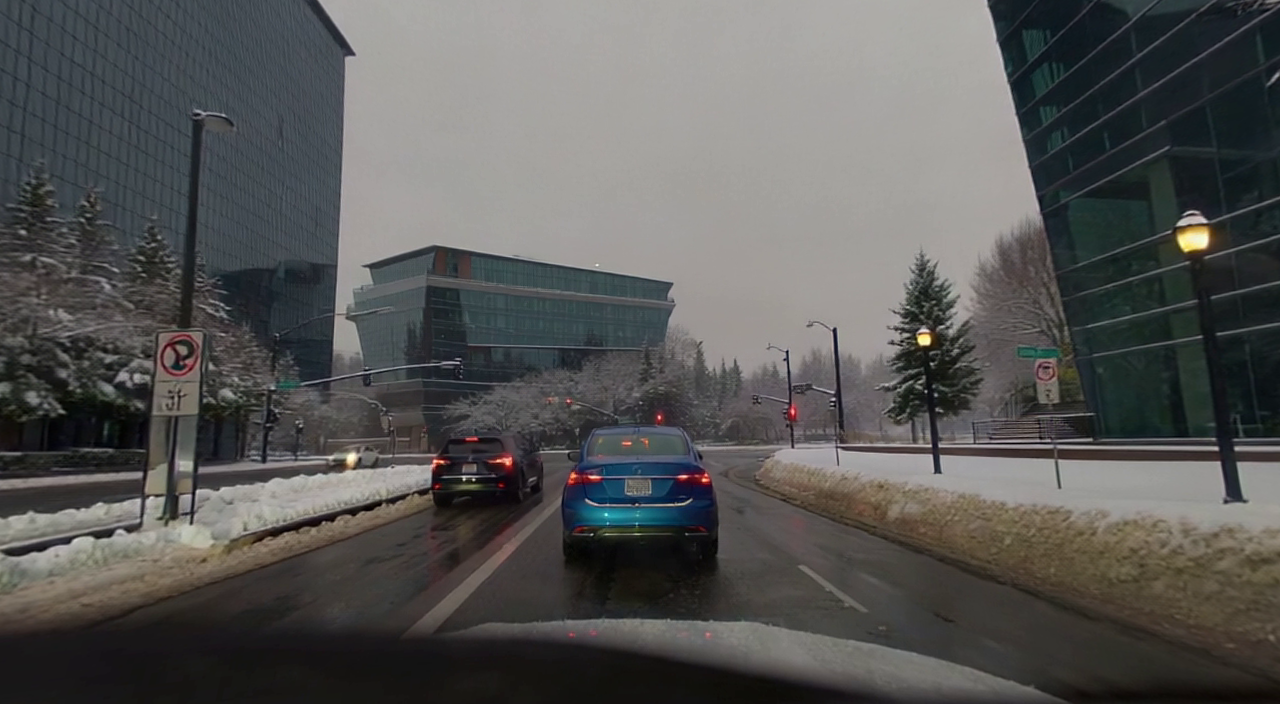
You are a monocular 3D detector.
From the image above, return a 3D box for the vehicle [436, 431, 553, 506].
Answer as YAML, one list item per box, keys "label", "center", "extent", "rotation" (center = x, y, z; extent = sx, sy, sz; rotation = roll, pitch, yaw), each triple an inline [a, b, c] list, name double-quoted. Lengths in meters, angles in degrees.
- label: "vehicle"
  center: [-3.607, 2.979, 16.578]
  extent: [2.068, 1.678, 4.199]
  rotation: [0, -8, 0]

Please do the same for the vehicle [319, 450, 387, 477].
- label: "vehicle"
  center: [-16.571, 6.460, 36.781]
  extent: [1.826, 1.422, 4.490]
  rotation: [0, -8, 1]

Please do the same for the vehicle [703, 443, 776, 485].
- label: "vehicle"
  center: [3.731, 4.256, 24.448]
  extent: [2.082, 1.445, 4.426]
  rotation: [0, -8, 0]

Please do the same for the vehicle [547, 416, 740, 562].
- label: "vehicle"
  center: [0.023, 1.881, 9.404]
  extent: [2.207, 1.659, 4.155]
  rotation: [0, -8, 0]
